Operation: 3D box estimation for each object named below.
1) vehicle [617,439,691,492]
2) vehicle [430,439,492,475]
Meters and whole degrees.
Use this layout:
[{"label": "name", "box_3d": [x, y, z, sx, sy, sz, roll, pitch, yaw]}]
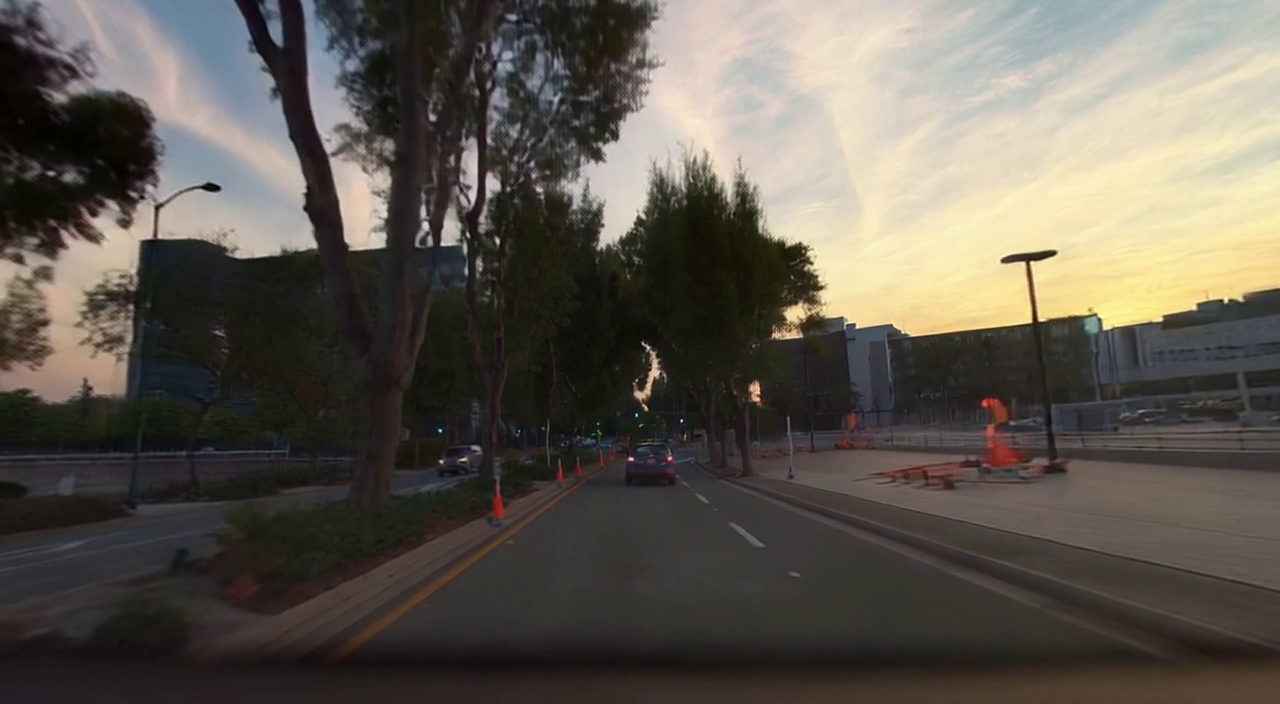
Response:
[{"label": "vehicle", "box_3d": [0.447, 3.586, 20.427, 2.114, 1.493, 4.430, -1, -8, 1]}, {"label": "vehicle", "box_3d": [-11.198, 6.582, 40.053, 2.349, 2.106, 5.464, -1, -8, 0]}]
